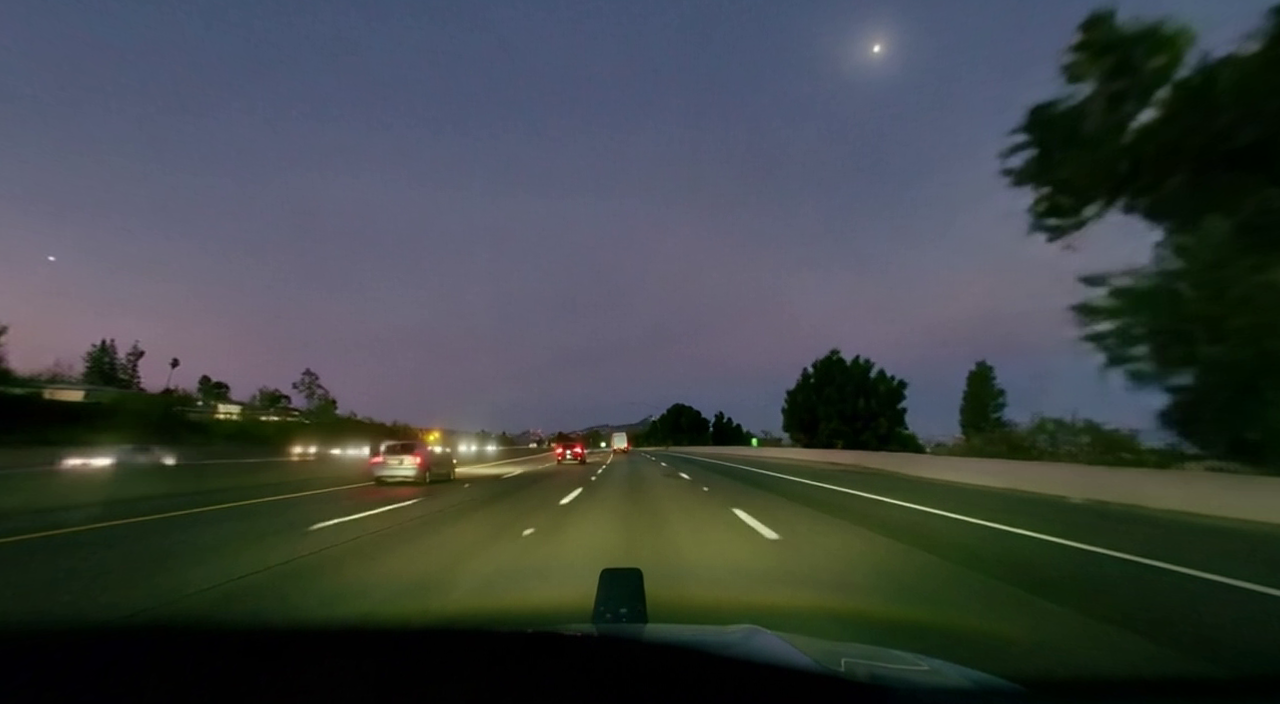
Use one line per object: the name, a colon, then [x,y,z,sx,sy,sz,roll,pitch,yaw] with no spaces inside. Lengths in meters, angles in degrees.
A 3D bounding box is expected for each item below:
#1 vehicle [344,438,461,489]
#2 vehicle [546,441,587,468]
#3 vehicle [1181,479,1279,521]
vehicle: [-7.591,3.595,20.743,2.038,1.463,4.656,0,-8,0]
vehicle: [-4.213,5.908,36.638,1.936,1.465,4.060,0,-8,-1]
vehicle: [26.630,6.505,28.003,2.005,1.478,4.056,-1,-9,9]
